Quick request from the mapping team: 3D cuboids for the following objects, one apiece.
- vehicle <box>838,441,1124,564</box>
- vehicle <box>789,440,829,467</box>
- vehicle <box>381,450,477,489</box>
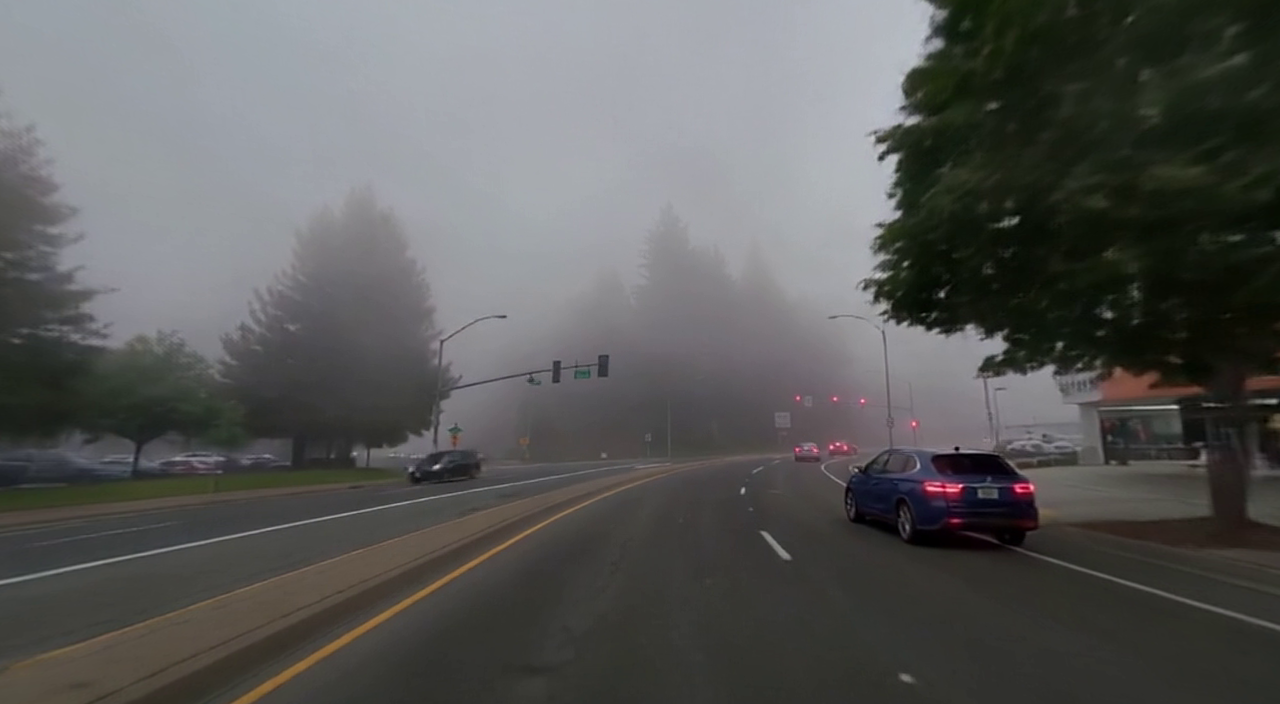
[{"bbox_3d":[4.859,2.171,9.939,1.938,1.466,4.434,0,-9,-2],"label":"vehicle"},{"bbox_3d":[11.532,6.840,42.739,2.311,1.715,4.287,-3,-9,18],"label":"vehicle"},{"bbox_3d":[-9.003,5.040,27.398,2.022,1.498,4.400,-2,-9,11],"label":"vehicle"}]
